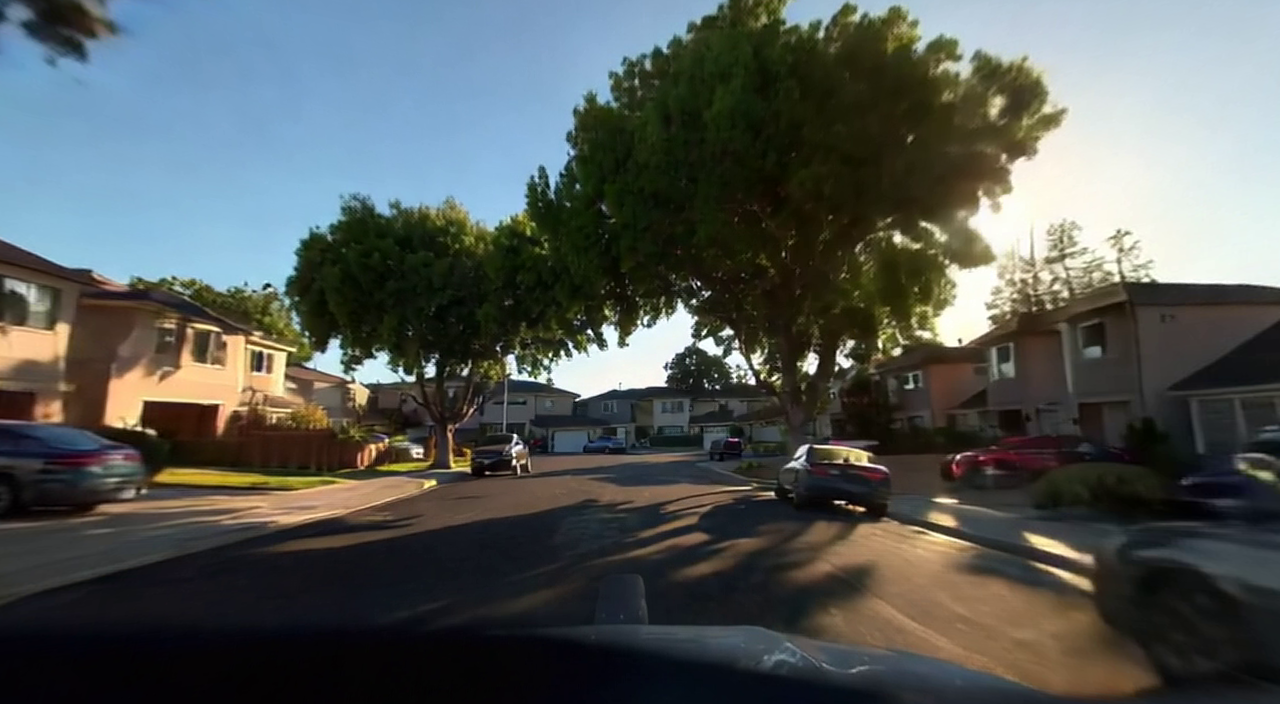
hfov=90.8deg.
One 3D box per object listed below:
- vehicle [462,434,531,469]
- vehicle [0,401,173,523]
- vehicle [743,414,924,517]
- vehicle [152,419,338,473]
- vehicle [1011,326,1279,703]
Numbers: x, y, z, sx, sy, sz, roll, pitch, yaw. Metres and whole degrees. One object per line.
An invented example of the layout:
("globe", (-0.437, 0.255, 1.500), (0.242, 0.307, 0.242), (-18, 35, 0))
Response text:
("vehicle", (-6.757, 4.593, 29.259), (2.236, 1.459, 4.832), (3, -9, -23))
("vehicle", (-9.920, 1.565, 9.161), (4.672, 1.540, 2.079), (-1, -8, 2))
("vehicle", (3.919, 2.398, 14.018), (2.235, 1.829, 5.194), (0, -8, -1))
("vehicle", (-11.780, 2.843, 19.082), (4.221, 1.508, 2.032), (0, -8, -1))
("vehicle", (3.924, 0.747, 2.323), (2.166, 1.842, 4.644), (0, -7, -2))
